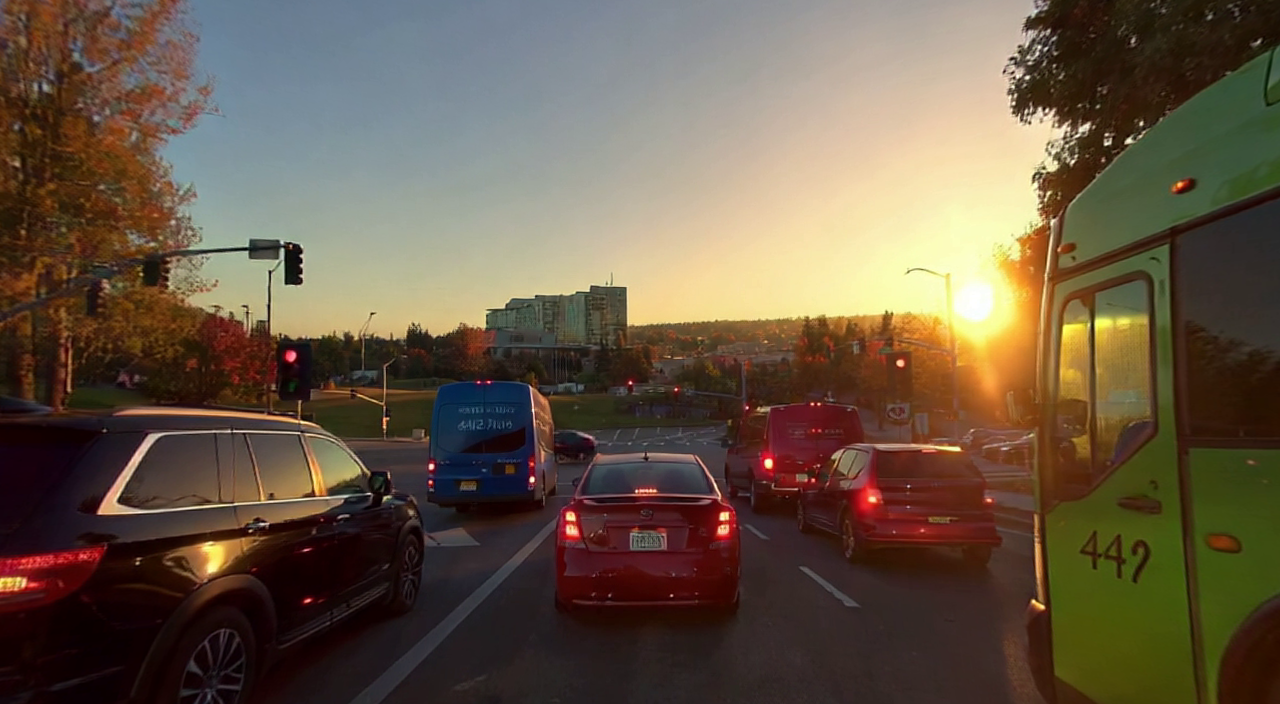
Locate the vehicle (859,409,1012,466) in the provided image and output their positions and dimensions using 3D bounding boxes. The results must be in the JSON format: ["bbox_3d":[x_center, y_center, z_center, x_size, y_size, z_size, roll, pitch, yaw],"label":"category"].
[{"bbox_3d":[17.581,5.133,37.920,7.839,3.213,2.628,0,-9,-3],"label":"vehicle"}]

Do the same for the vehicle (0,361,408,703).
[{"bbox_3d":[-3.415,1.175,4.621,1.921,1.701,3.989,0,-8,0],"label":"vehicle"}]

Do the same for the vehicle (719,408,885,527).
[{"bbox_3d":[3.144,2.399,13.672,2.143,2.036,5.367,0,-8,0],"label":"vehicle"}]

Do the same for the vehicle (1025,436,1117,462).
[{"bbox_3d":[25.860,5.825,37.986,4.229,1.489,1.794,0,-8,-1],"label":"vehicle"}]

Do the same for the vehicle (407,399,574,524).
[{"bbox_3d":[-2.942,2.348,13.951,2.335,2.221,5.165,0,-8,1],"label":"vehicle"}]

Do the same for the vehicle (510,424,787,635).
[{"bbox_3d":[0.057,1.546,6.405,1.976,1.485,3.624,0,-8,0],"label":"vehicle"}]
